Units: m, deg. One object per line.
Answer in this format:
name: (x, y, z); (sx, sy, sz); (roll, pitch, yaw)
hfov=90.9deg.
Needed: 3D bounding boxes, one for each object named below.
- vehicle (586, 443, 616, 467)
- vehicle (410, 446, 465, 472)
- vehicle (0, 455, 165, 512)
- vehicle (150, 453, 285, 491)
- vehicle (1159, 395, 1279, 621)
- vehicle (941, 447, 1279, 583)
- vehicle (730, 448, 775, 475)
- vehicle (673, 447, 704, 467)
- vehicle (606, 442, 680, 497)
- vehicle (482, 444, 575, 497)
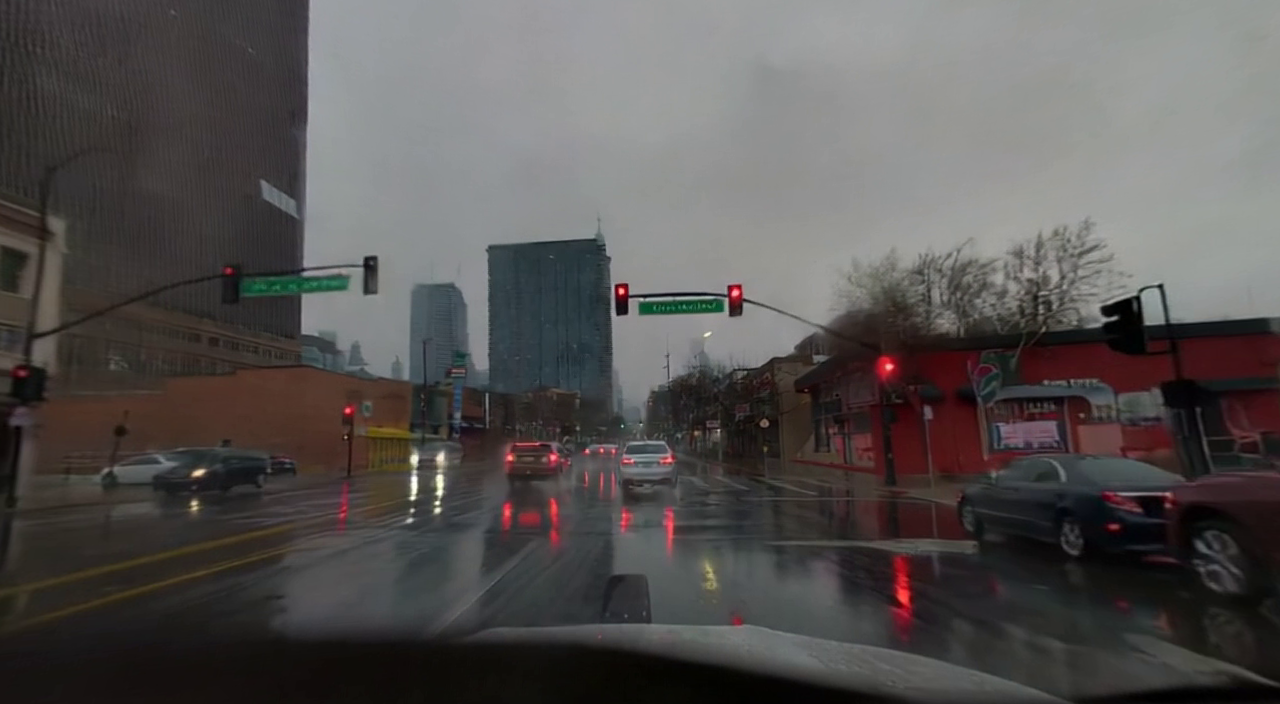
vehicle: (-2.950, 7.964, 48.805); (2.007, 1.736, 4.185); (0, -9, 1)
vehicle: (-14.364, 7.592, 44.924); (2.161, 1.704, 4.554); (-1, -9, 4)
vehicle: (-17.307, 3.951, 19.411); (1.774, 1.436, 4.473); (0, -9, 1)
vehicle: (-18.701, 5.253, 27.911); (5.163, 1.510, 2.174); (-3, -9, 19)
vehicle: (6.448, 1.070, 3.723); (2.289, 1.867, 5.322); (0, -9, 2)
vehicle: (6.522, 2.137, 9.259); (1.899, 1.453, 4.610); (0, -9, 0)
vehicle: (6.763, 6.620, 38.350); (1.944, 1.462, 4.406); (0, -9, 0)
vehicle: (3.680, 8.069, 48.482); (2.047, 1.463, 4.514); (0, -9, 0)
vehicle: (0.095, 3.528, 19.362); (2.037, 1.484, 4.073); (0, -9, 0)
vehicle: (-3.276, 3.568, 19.417); (1.950, 1.450, 4.257); (0, -9, 2)
